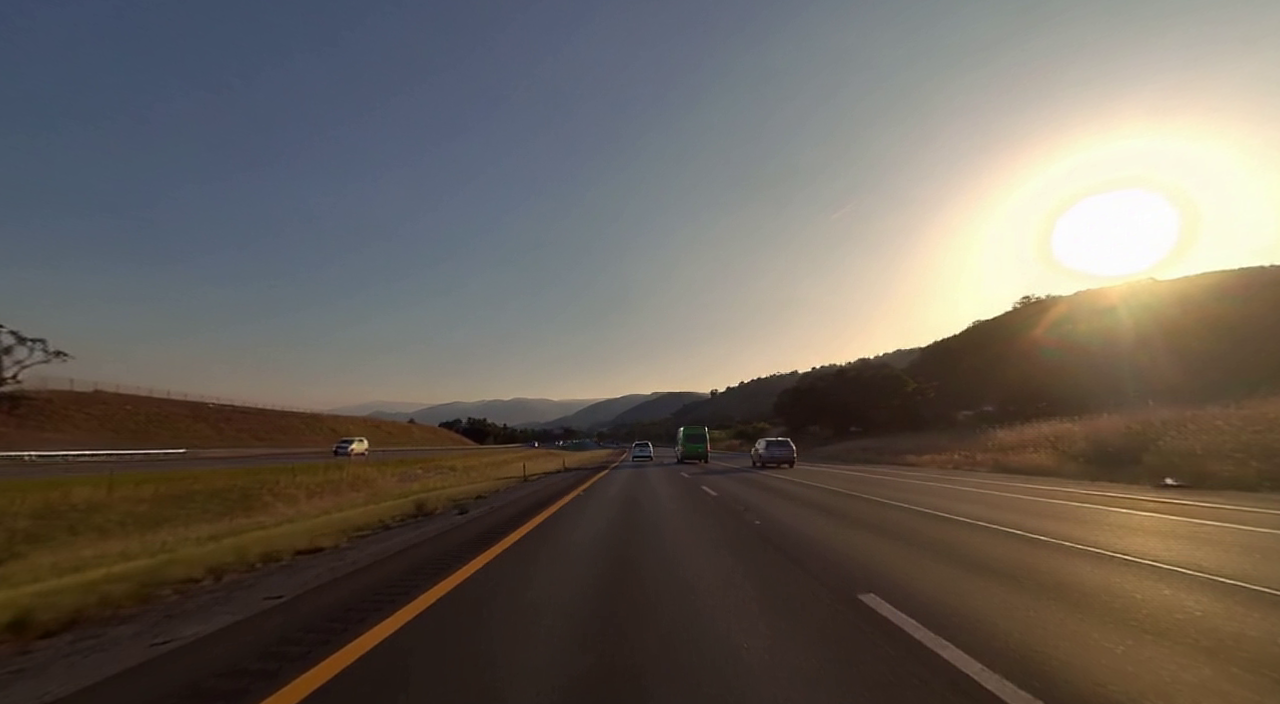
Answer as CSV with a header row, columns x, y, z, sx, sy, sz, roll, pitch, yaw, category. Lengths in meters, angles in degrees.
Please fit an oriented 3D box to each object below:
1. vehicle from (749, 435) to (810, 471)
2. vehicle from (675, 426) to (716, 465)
x,y,z,sx,sy,sz,roll,pitch,yaw,category
7.955,5.814,36.522,2.240,1.925,4.854,0,-8,-2,vehicle
3.933,6.825,46.074,2.302,2.670,6.176,0,-8,-1,vehicle
